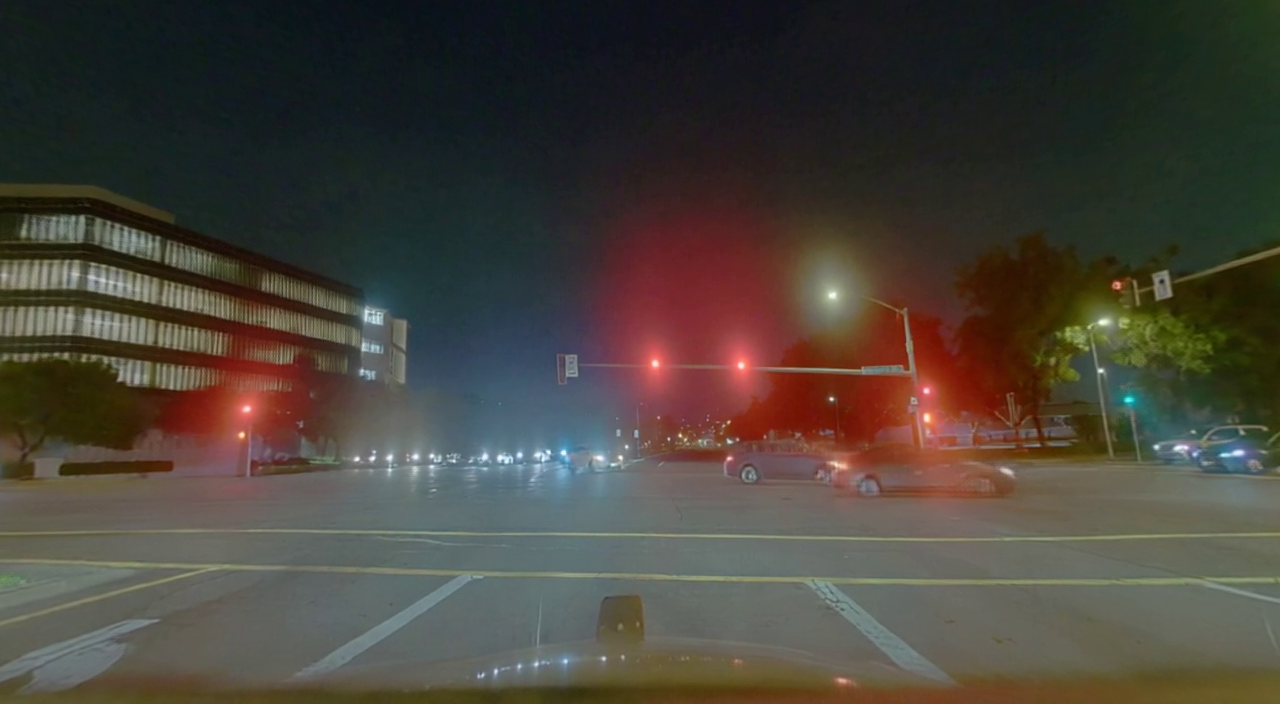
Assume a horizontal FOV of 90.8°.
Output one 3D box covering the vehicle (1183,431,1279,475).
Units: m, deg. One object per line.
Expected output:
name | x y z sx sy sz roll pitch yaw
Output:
vehicle | 22.329 3.559 22.357 4.474 1.477 1.908 0 -9 -2

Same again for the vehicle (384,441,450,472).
vehicle | -15.126 7.122 43.228 2.340 1.946 5.450 -1 -9 2

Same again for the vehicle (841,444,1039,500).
vehicle | 7.412 3.016 16.051 4.093 1.288 1.910 -2 -9 8

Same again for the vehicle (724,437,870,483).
vehicle | 5.587 3.831 22.627 4.637 1.461 2.109 -5 -10 30

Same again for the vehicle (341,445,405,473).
vehicle | -18.540 7.412 44.100 2.237 1.842 5.116 0 -9 0

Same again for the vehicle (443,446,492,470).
vehicle | -11.630 7.142 42.814 2.003 1.476 4.297 -1 -9 2

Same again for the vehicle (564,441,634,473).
vehicle | -2.176 5.287 32.084 2.115 1.445 4.864 3 -9 -22
